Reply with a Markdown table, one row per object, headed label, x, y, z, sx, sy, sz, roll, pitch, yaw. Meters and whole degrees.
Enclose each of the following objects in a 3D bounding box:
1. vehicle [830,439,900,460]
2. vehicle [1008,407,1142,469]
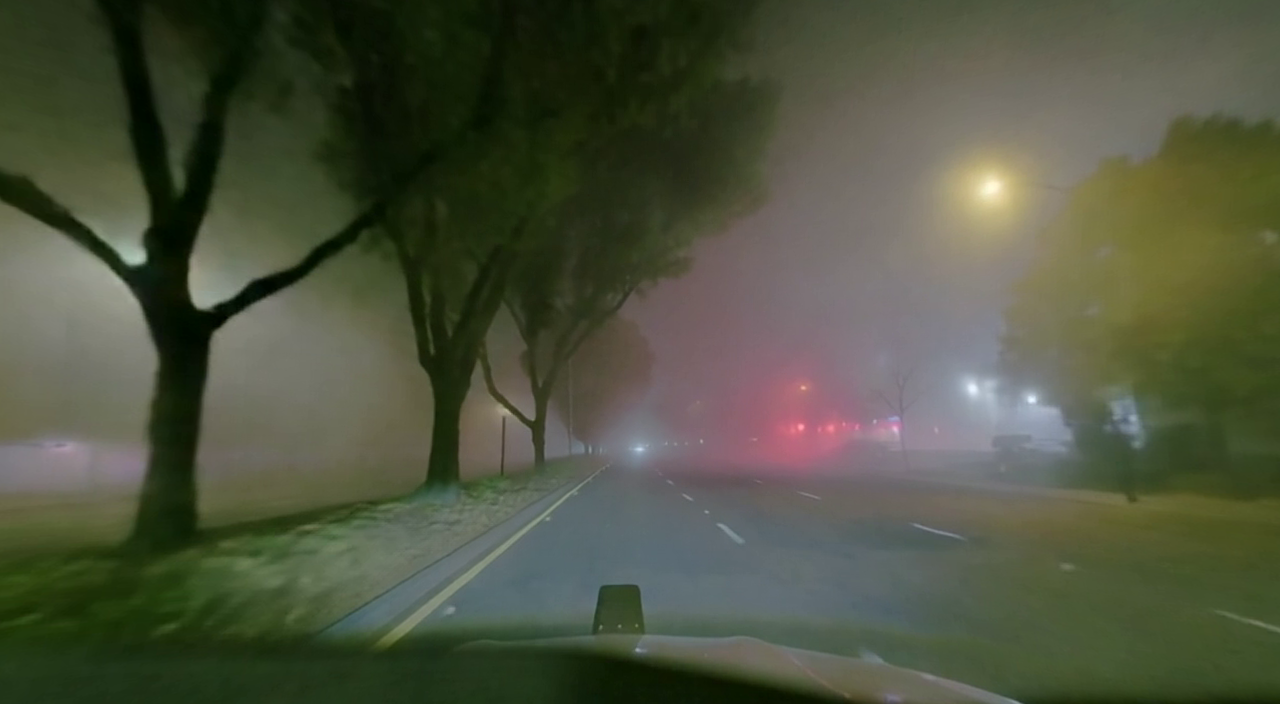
| label | x | y | z | sx | sy | sz | roll | pitch | yaw |
| --- | --- | --- | --- | --- | --- | --- | --- | --- | --- |
| vehicle | 16.924 | 7.351 | 47.645 | 4.505 | 1.498 | 2.068 | 0 | -8 | -3 |
| vehicle | 21.690 | 4.386 | 31.988 | 2.400 | 2.851 | 5.992 | 0 | -8 | 0 |
